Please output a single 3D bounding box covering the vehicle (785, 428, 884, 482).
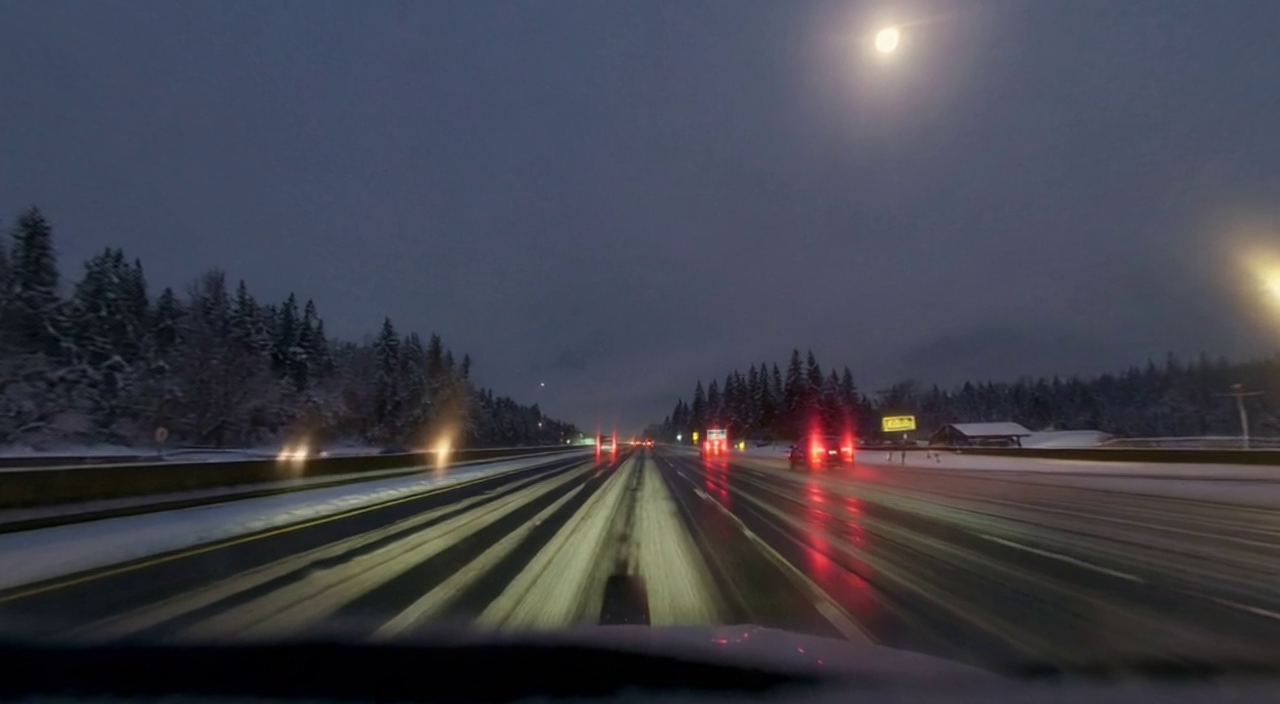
[{"bbox_3d":[6.654,3.586,22.147,2.063,1.706,4.259,0,-8,-1],"label":"vehicle"}]
